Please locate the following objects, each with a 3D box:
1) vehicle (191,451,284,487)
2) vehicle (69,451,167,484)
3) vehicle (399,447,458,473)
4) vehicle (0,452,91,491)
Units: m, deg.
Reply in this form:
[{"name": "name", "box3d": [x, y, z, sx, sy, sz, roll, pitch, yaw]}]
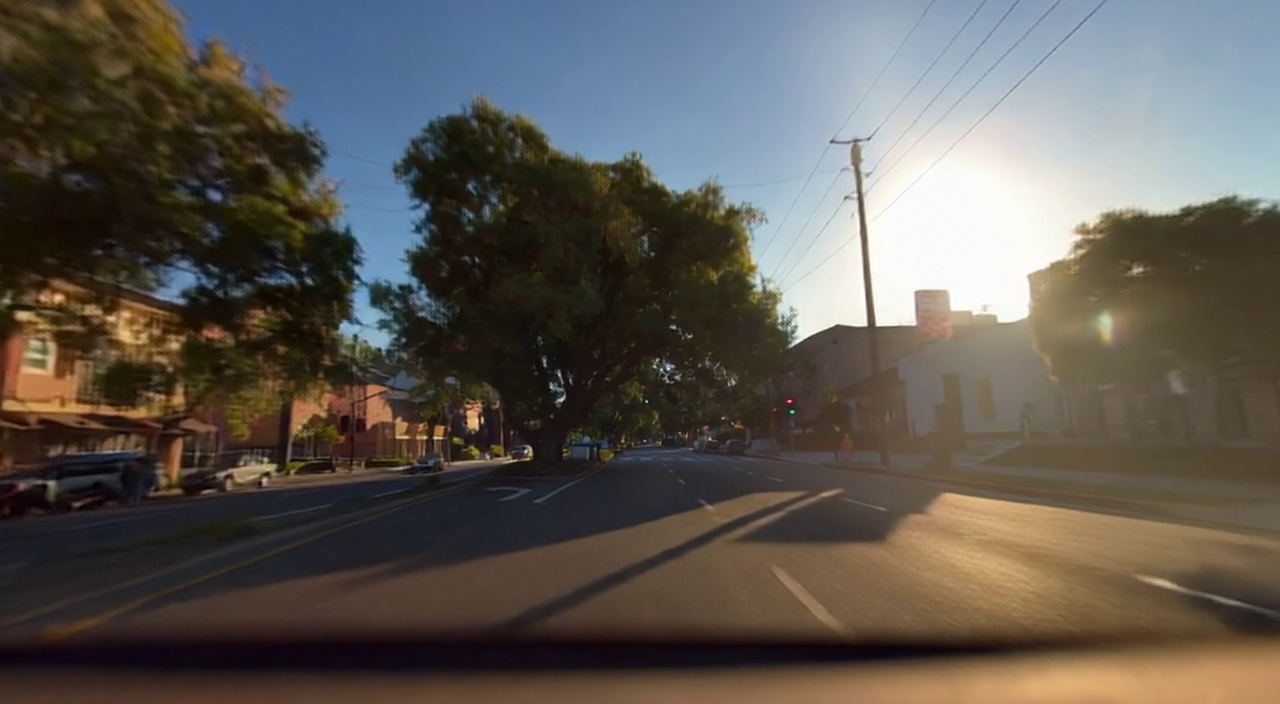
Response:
[{"name": "vehicle", "box3d": [-19.561, 5.682, 30.917, 1.851, 1.584, 4.035, 0, -9, 0]}, {"name": "vehicle", "box3d": [-26.692, 5.889, 32.493, 1.788, 1.538, 3.788, 0, -9, 0]}, {"name": "vehicle", "box3d": [-12.875, 6.579, 38.776, 2.034, 1.447, 4.484, 0, -9, 0]}, {"name": "vehicle", "box3d": [-26.614, 5.108, 27.327, 1.775, 1.479, 4.572, 0, -9, -3]}]
